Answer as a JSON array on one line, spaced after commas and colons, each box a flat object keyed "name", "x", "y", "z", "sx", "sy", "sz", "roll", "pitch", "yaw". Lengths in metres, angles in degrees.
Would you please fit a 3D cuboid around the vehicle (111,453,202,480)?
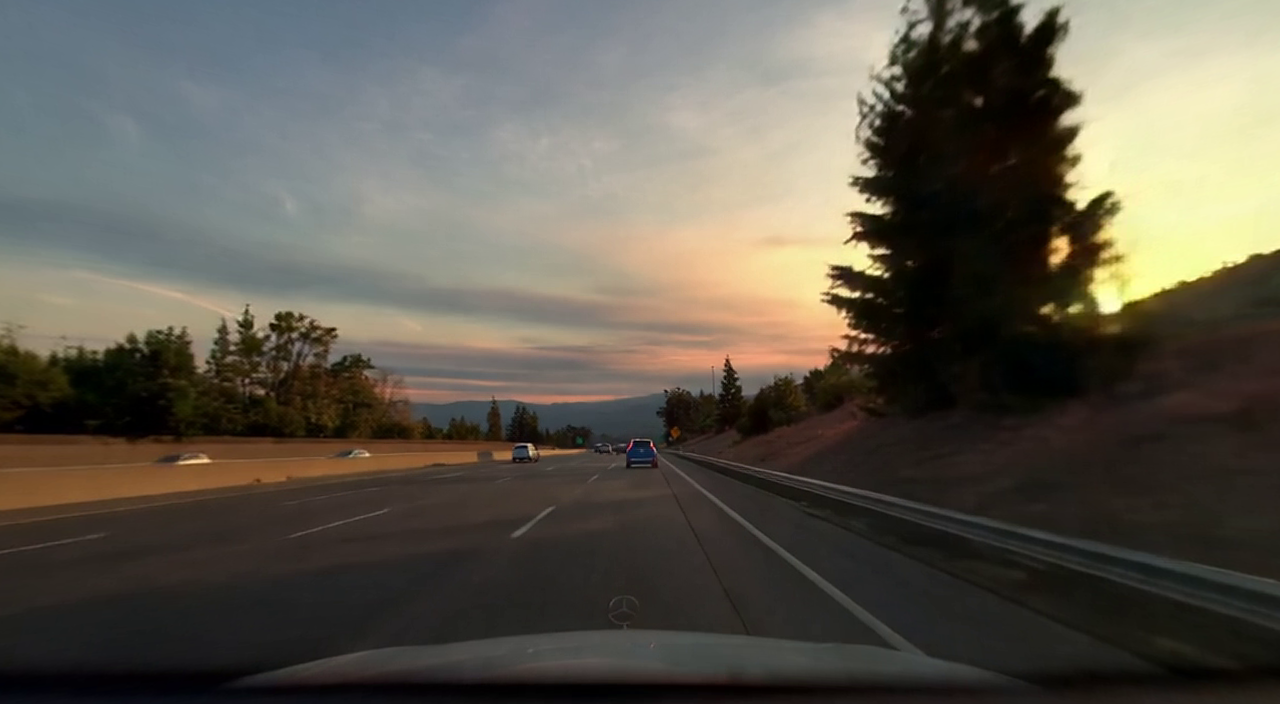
[{"name": "vehicle", "x": -30.864, "y": 7.321, "z": 40.466, "sx": 2.126, "sy": 1.550, "sz": 4.671, "roll": 0, "pitch": -8, "yaw": 1}]

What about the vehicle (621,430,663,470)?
[{"name": "vehicle", "x": 0.112, "y": 5.753, "z": 37.122, "sx": 2.318, "sy": 2.145, "sz": 4.561, "roll": 0, "pitch": -8, "yaw": 0}]
